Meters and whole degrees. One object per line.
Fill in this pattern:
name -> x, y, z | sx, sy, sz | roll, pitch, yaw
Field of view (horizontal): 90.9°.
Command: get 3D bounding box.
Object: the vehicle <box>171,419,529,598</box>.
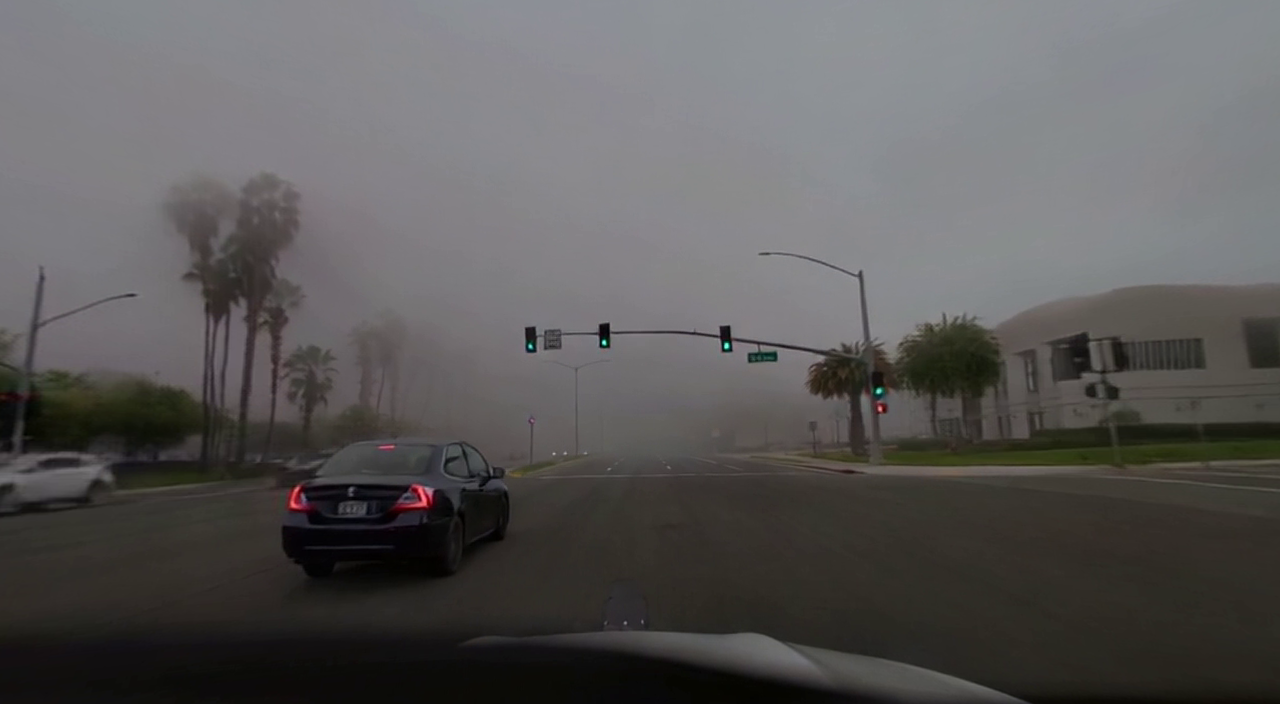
vehicle -> -2.968, 1.718, 7.974 | 2.162, 1.549, 4.795 | 0, -8, 1

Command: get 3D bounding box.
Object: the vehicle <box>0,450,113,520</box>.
vehicle -> -18.073, 3.707, 17.816 | 2.180, 1.802, 4.773 | 0, -8, 0
